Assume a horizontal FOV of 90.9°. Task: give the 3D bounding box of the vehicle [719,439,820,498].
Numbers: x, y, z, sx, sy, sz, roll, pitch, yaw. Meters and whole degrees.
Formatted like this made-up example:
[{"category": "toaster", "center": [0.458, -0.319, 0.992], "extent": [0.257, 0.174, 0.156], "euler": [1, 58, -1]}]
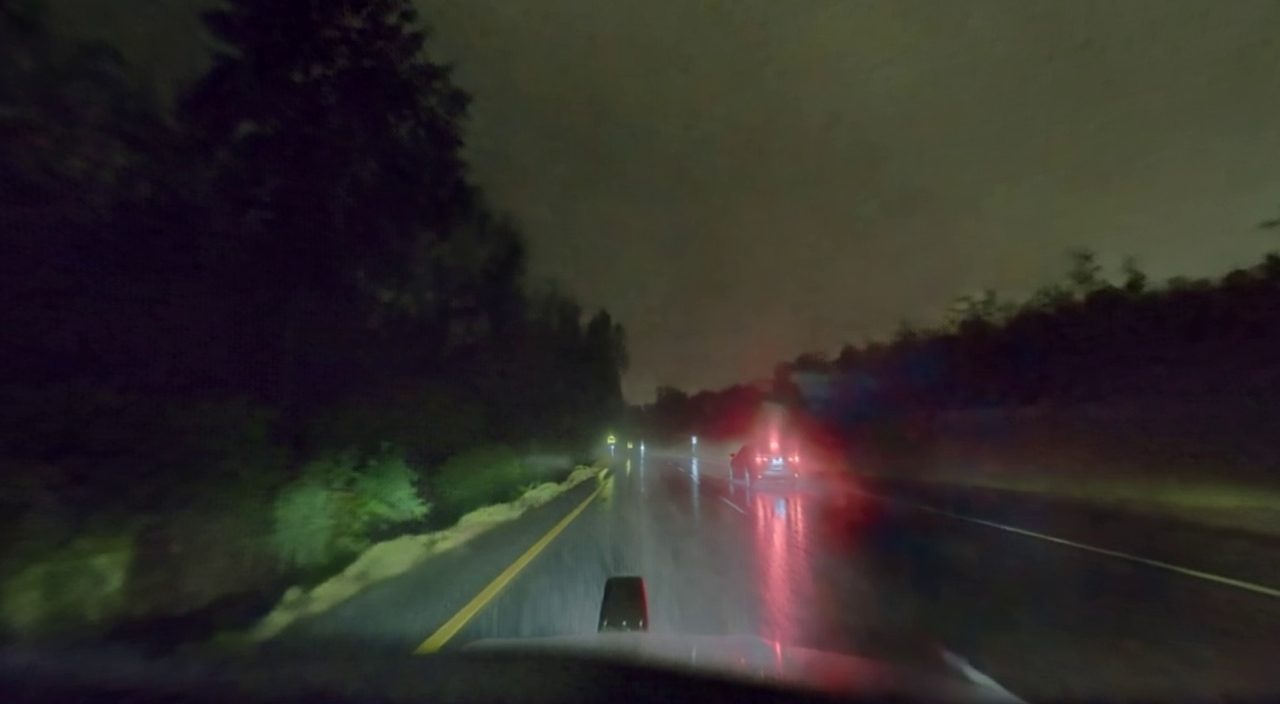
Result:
[{"category": "vehicle", "center": [3.560, 3.286, 18.259], "extent": [2.003, 1.466, 4.441], "euler": [0, -9, 0]}]
